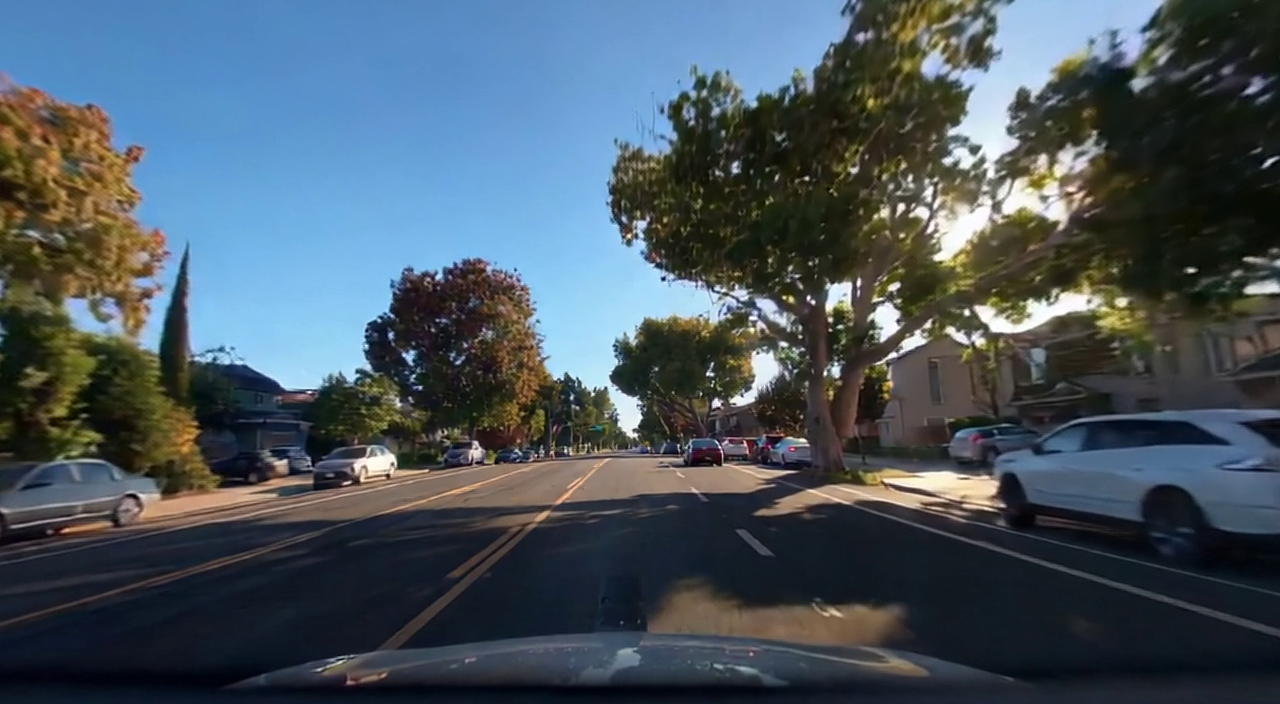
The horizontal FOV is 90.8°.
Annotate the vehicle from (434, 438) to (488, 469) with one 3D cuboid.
[{"bbox_3d":[-11.545,6.578,41.149,2.181,1.920,4.570,0,-8,0],"label":"vehicle"}]

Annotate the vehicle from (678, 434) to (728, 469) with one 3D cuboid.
[{"bbox_3d":[3.075,4.970,31.793,1.951,1.620,4.582,0,-8,-1],"label":"vehicle"}]

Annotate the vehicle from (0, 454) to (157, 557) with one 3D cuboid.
[{"bbox_3d":[-11.308,2.646,11.141,1.916,1.612,4.700,0,-8,-1],"label":"vehicle"}]

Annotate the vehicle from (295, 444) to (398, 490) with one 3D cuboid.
[{"bbox_3d":[-11.548,4.526,25.291,1.953,1.649,4.648,0,-8,-1],"label":"vehicle"}]

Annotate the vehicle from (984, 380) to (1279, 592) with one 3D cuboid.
[{"bbox_3d":[7.570,1.659,8.426,2.175,2.157,6.330,0,-8,-2],"label":"vehicle"}]

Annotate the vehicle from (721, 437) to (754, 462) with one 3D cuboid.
[{"bbox_3d":[7.620,7.655,49.791,1.873,1.867,4.673,0,-8,0],"label":"vehicle"}]

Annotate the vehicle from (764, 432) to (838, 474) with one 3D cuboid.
[{"bbox_3d":[7.525,4.784,30.161,2.071,1.793,5.072,0,-8,-1],"label":"vehicle"}]
